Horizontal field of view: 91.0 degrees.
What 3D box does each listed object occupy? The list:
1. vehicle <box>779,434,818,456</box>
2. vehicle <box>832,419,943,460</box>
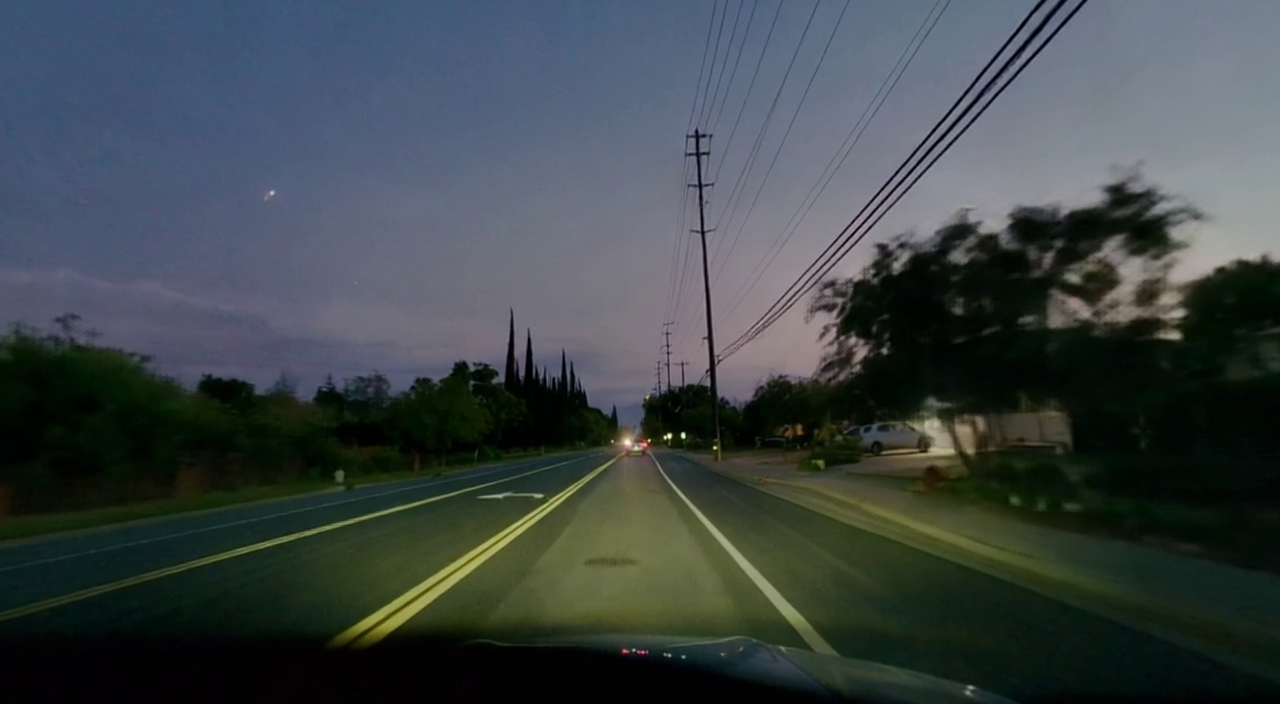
[{"bbox_3d":[12.112,7.140,48.271,1.846,1.523,4.492,0,-8,1],"label":"vehicle"},{"bbox_3d":[12.900,4.615,33.061,4.905,2.056,2.058,0,-9,0],"label":"vehicle"}]
